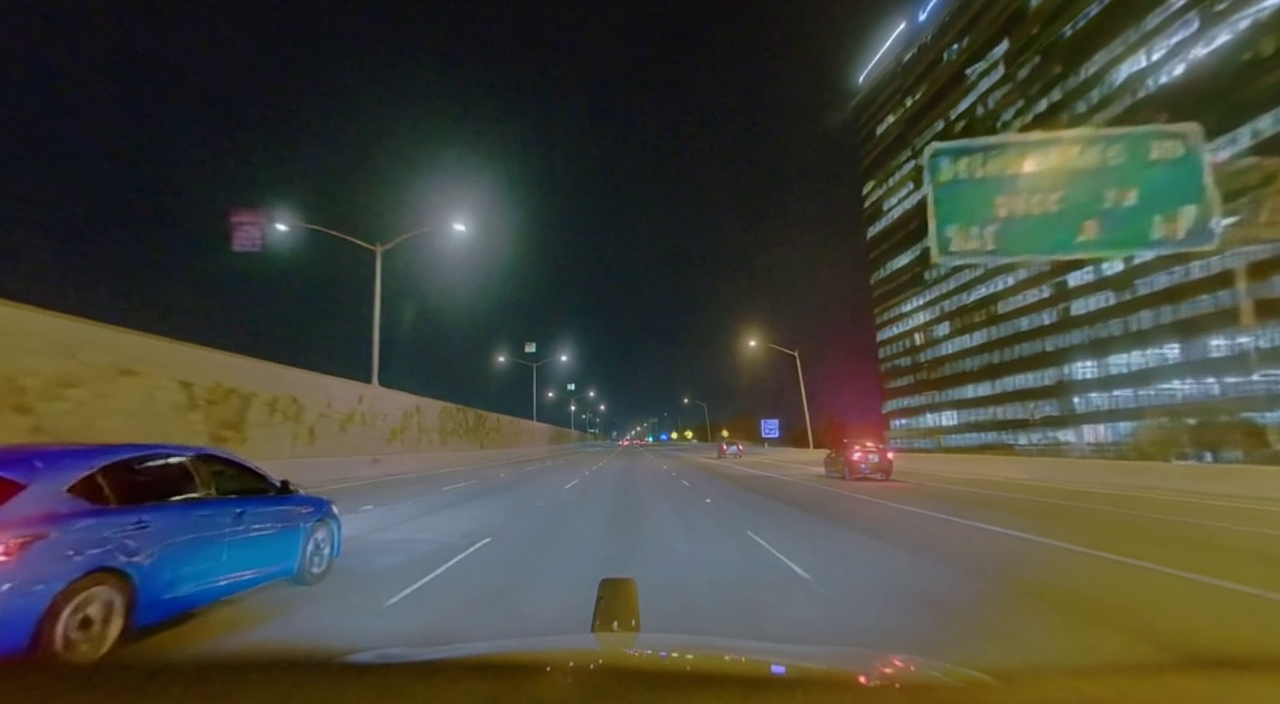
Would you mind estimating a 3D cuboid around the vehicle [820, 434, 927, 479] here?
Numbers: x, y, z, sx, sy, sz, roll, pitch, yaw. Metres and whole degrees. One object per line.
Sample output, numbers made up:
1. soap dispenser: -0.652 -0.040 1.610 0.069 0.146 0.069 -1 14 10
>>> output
1. vehicle: 9.383 4.235 25.977 2.165 1.636 5.175 0 -8 -3
